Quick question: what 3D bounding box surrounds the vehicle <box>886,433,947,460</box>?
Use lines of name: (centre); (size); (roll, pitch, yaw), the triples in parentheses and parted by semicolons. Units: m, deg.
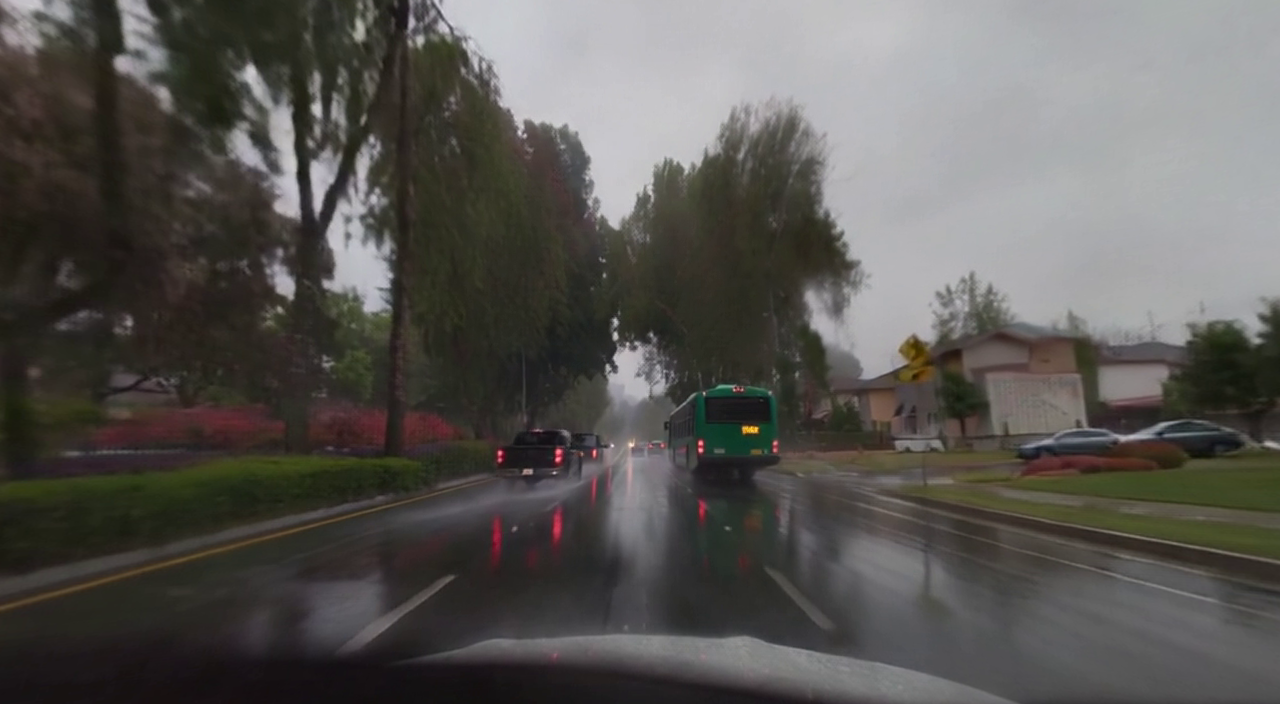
vehicle: (16.421, 5.694, 37.672); (1.797, 1.455, 4.342); (-2, -9, 3)

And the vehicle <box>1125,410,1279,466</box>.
vehicle: (21.890, 3.375, 24.596); (2.152, 1.945, 4.827); (0, -8, 2)

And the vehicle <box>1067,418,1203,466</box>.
vehicle: (19.253, 3.556, 24.810); (2.062, 1.683, 4.209); (-1, -8, 3)

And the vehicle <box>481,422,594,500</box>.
vehicle: (-2.652, 2.997, 17.742); (2.074, 1.849, 5.137); (-1, -8, 3)

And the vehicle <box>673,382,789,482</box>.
vehicle: (3.336, 3.559, 27.156); (3.059, 3.264, 12.623); (0, -8, 0)

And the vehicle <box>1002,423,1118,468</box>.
vehicle: (16.642, 3.741, 25.266); (1.972, 1.648, 4.016); (-1, -8, 2)
